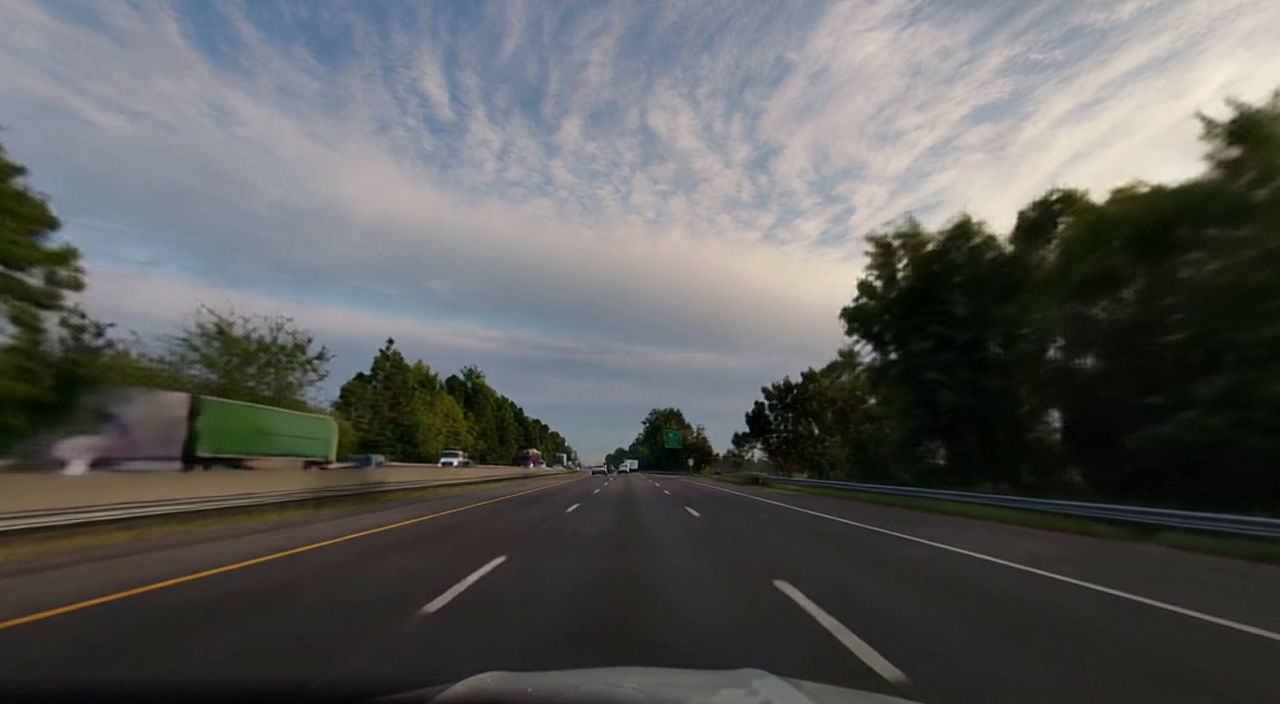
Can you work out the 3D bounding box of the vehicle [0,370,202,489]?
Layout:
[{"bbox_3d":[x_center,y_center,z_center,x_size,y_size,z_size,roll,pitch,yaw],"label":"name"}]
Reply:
[{"bbox_3d":[-20.513,3.120,24.143,2.999,3.965,5.891,1,-10,-1],"label":"vehicle"}]

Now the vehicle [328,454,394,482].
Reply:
[{"bbox_3d":[-16.172,6.783,36.812,1.802,1.466,4.561,1,-10,-1],"label":"vehicle"}]

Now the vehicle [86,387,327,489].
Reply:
[{"bbox_3d":[-20.725,4.665,32.104,2.857,4.033,13.842,1,-10,-2],"label":"vehicle"}]
